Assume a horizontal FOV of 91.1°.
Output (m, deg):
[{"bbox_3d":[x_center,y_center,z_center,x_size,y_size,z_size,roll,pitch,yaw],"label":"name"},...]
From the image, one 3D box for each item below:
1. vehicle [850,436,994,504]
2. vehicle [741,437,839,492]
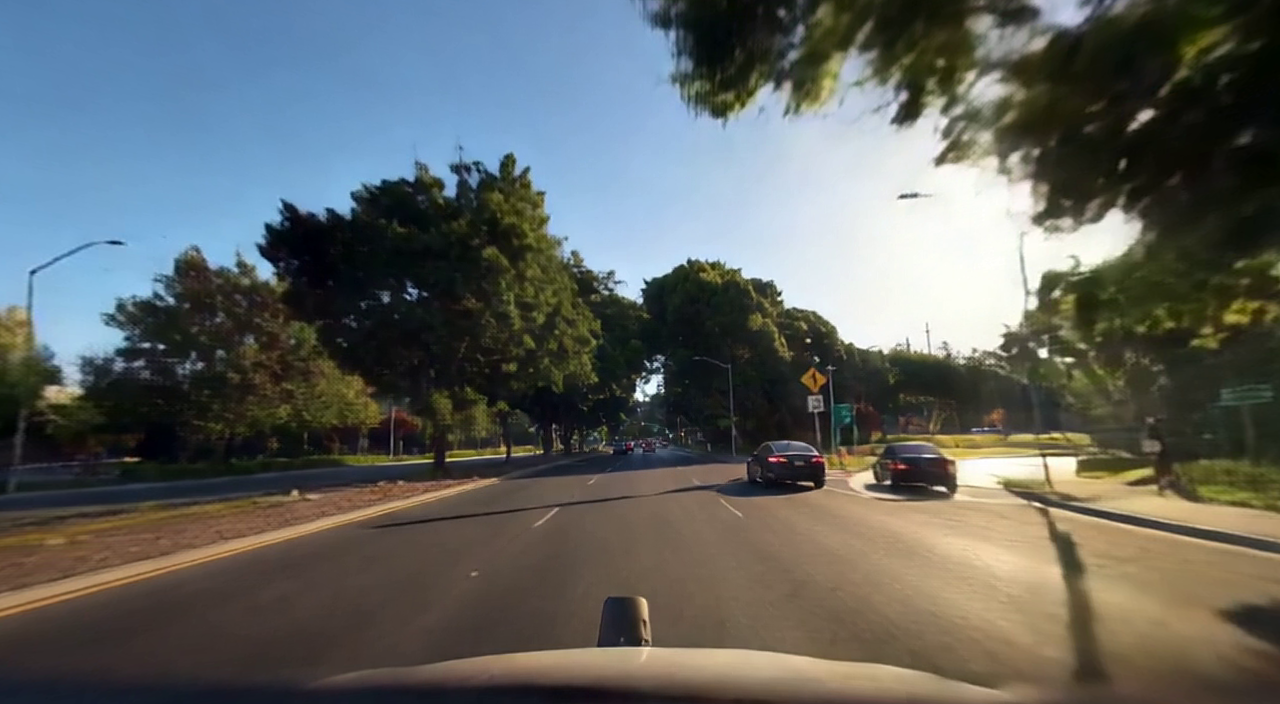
[{"bbox_3d":[7.718,3.254,17.864,2.063,1.625,5.102,-1,-9,5],"label":"vehicle"},{"bbox_3d":[4.502,3.436,19.521,1.913,1.516,4.322,0,-9,-1],"label":"vehicle"}]
